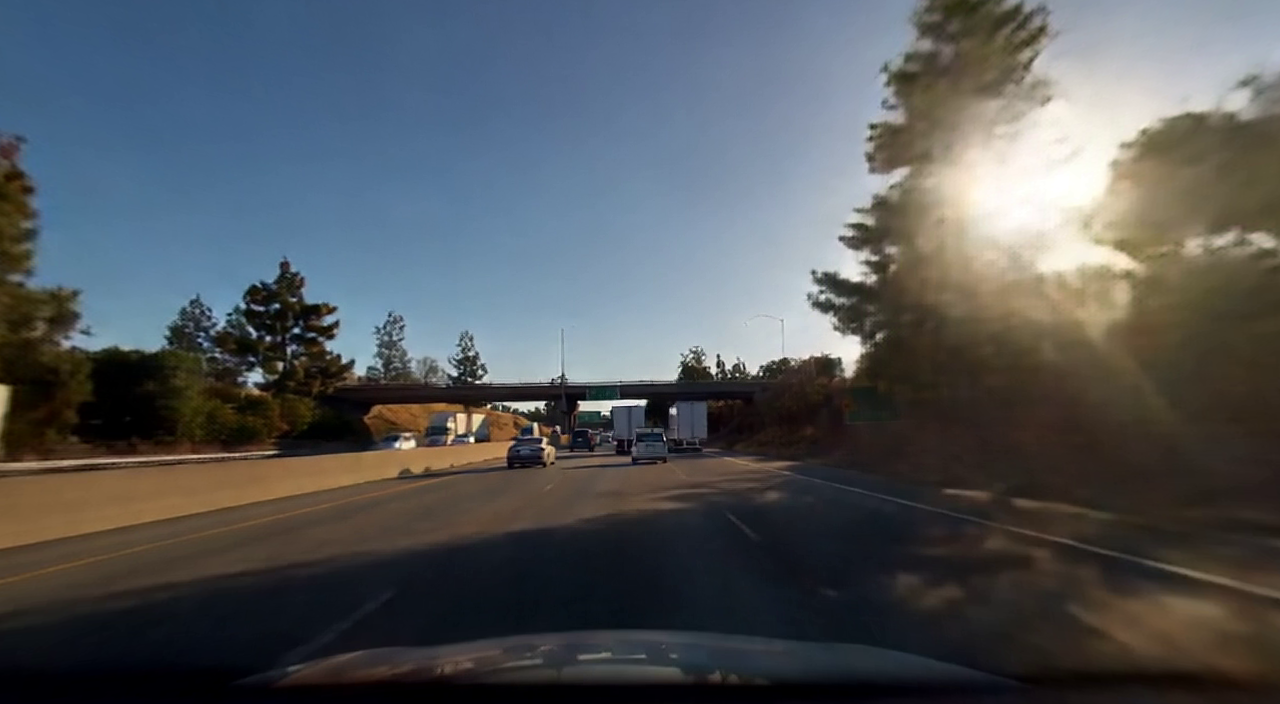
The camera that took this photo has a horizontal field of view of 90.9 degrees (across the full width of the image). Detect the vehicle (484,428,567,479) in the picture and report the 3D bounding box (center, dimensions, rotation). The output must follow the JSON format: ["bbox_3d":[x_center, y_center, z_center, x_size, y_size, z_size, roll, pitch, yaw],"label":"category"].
[{"bbox_3d":[-3.761,3.405,21.578,1.979,1.527,4.754,0,-8,0],"label":"vehicle"}]

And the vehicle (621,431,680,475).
[{"bbox_3d":[0.322,3.751,23.729,2.059,1.522,3.693,0,-8,-1],"label":"vehicle"}]
